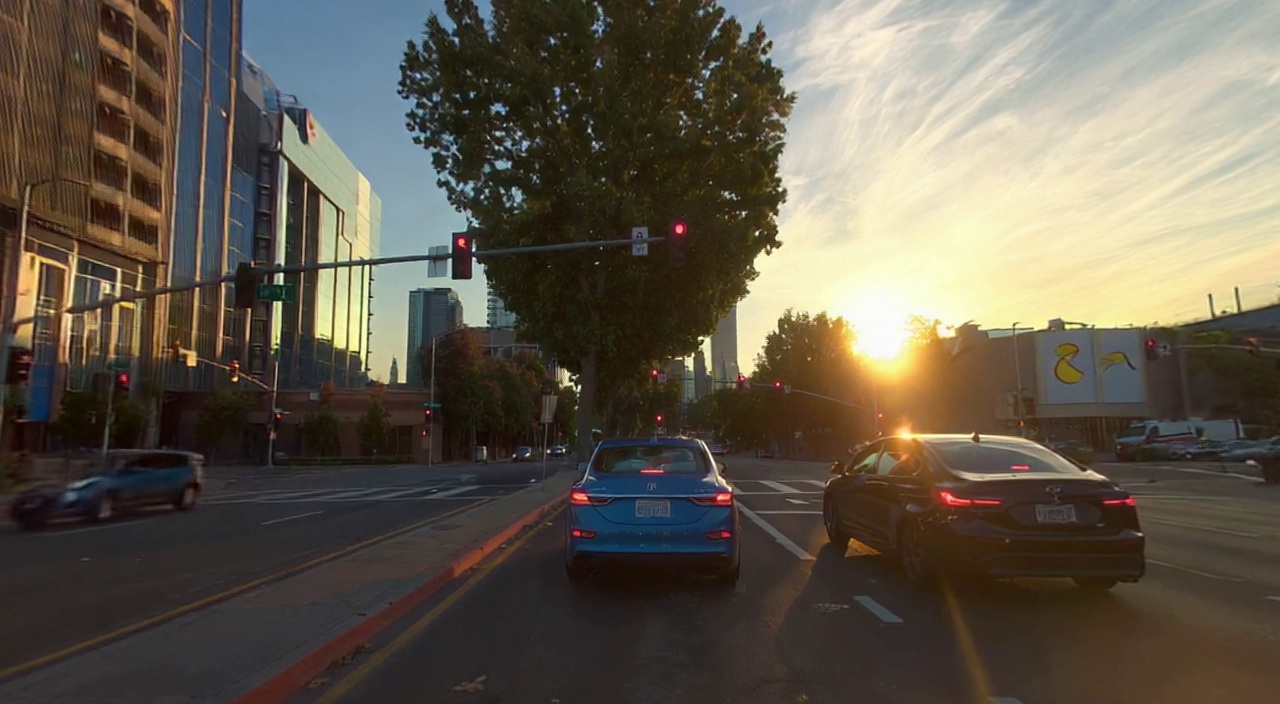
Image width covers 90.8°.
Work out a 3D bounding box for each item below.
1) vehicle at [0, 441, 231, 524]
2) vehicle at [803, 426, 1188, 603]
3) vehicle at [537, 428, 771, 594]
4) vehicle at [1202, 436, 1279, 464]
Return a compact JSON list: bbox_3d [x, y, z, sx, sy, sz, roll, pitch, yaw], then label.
[{"bbox_3d":[-12.276,2.979,15.040,2.009,1.642,4.482,0,-9,0],"label":"vehicle"},{"bbox_3d":[3.642,1.737,7.736,2.018,1.491,4.544,0,-9,-1],"label":"vehicle"},{"bbox_3d":[0.091,1.733,7.727,2.087,1.468,4.014,0,-9,-1],"label":"vehicle"},{"bbox_3d":[35.207,5.627,36.133,4.190,1.535,1.998,0,-9,-1],"label":"vehicle"}]
